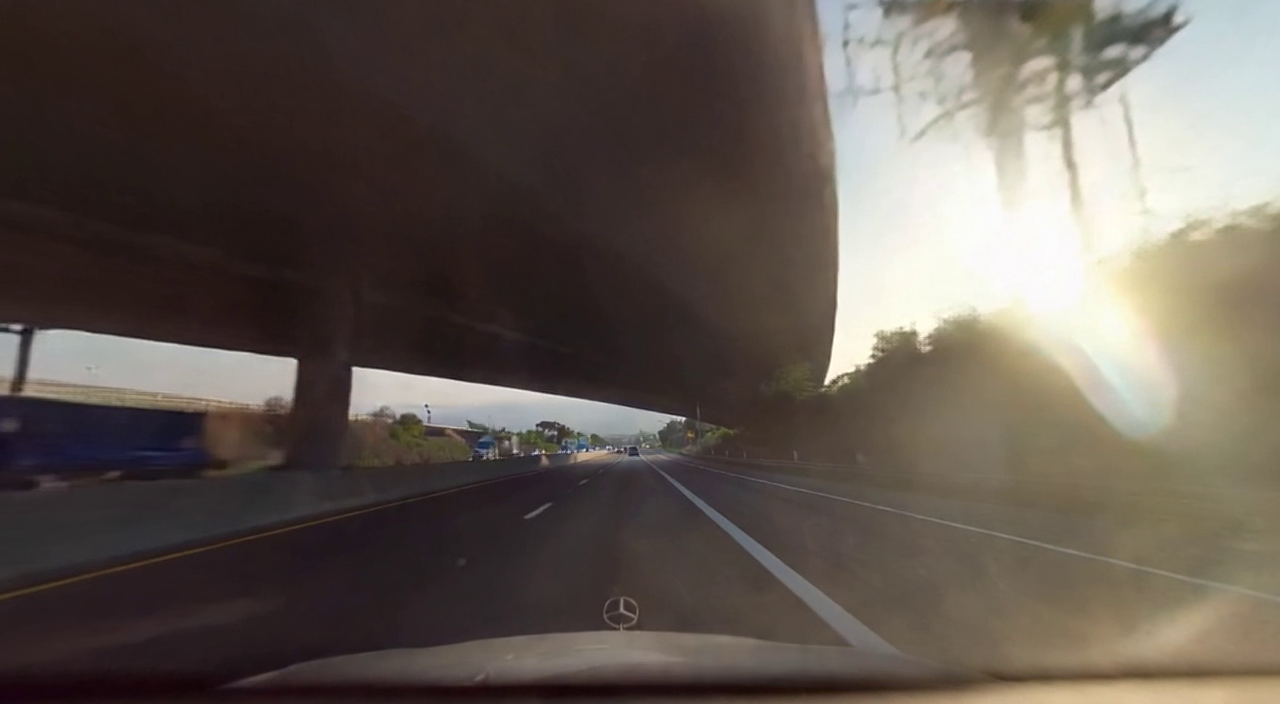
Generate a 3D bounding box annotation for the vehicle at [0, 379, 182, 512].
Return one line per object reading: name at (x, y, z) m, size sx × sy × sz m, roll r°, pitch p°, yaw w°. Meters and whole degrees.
vehicle at (-20.205, 2.977, 19.805) m, size 2.764 × 3.867 × 11.794 m, roll 0°, pitch -9°, yaw -1°
